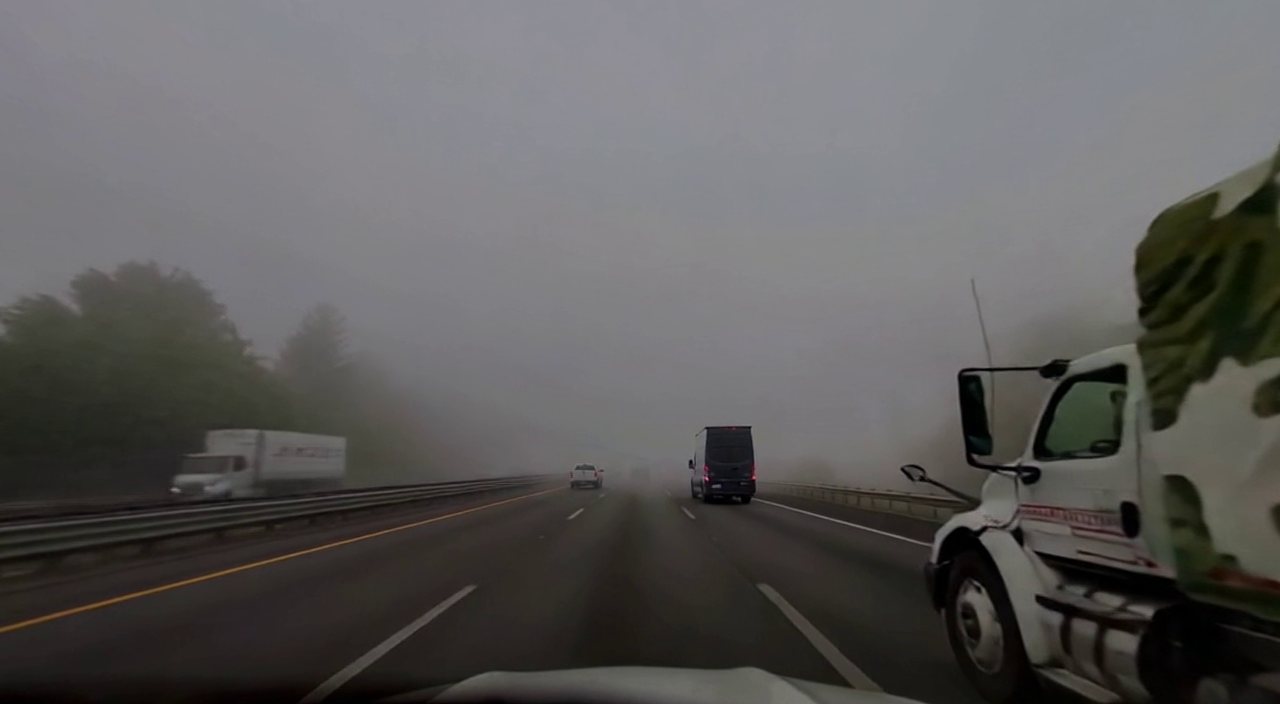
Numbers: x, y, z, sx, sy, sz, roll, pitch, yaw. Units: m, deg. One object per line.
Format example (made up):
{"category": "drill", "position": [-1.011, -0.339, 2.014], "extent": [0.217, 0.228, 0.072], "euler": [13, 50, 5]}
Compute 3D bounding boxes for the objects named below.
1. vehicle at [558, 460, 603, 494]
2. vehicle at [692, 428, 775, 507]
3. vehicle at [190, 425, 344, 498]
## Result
{"category": "vehicle", "position": [-3.511, 7.519, 37.991], "extent": [2.204, 1.852, 4.661], "euler": [1, -11, 0]}
{"category": "vehicle", "position": [3.855, 4.976, 27.192], "extent": [2.703, 2.988, 5.097], "euler": [1, -11, -1]}
{"category": "vehicle", "position": [-19.545, 5.947, 33.901], "extent": [2.866, 3.364, 8.471], "euler": [1, -11, 1]}
